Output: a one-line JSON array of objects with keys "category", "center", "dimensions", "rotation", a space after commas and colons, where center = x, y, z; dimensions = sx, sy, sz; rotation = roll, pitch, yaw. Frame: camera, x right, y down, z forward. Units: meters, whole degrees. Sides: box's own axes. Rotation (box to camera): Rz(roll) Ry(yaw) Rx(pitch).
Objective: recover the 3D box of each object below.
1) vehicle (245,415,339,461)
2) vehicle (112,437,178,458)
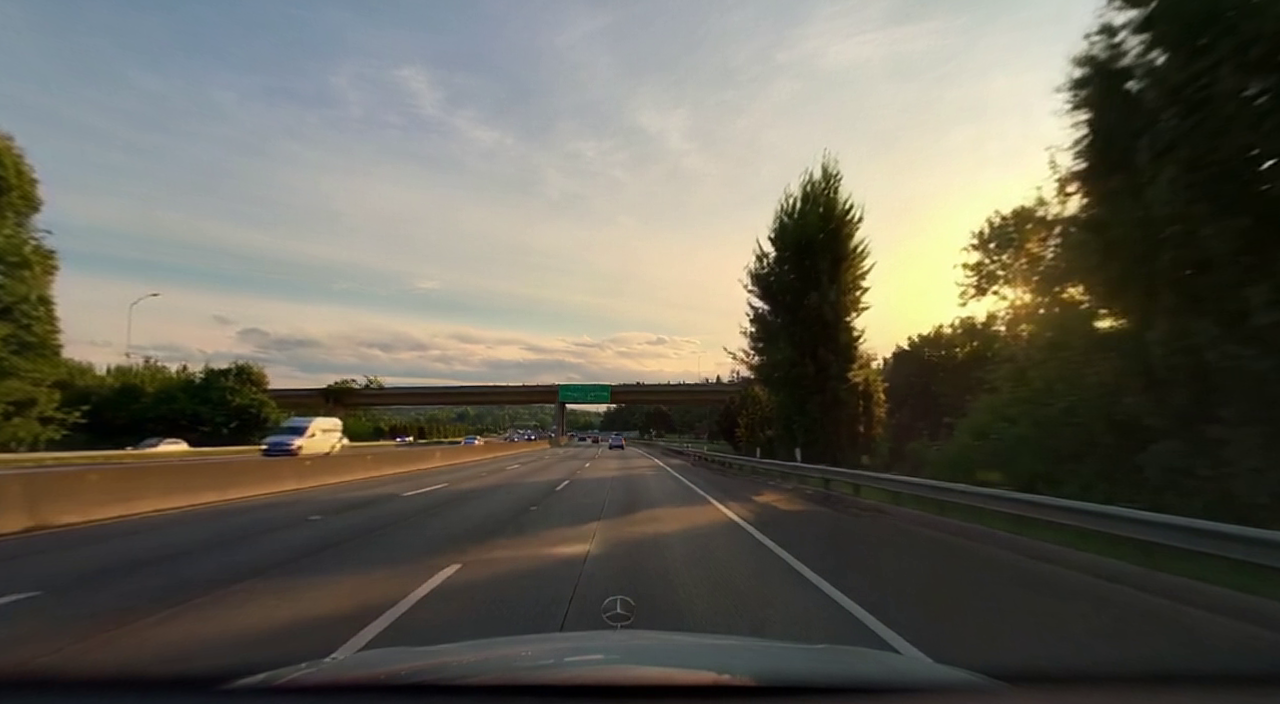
[{"category": "vehicle", "center": [-22.176, 5.556, 40.533], "dimensions": [2.212, 2.671, 6.968], "rotation": [0, -8, -2]}, {"category": "vehicle", "center": [-34.178, 6.561, 43.488], "dimensions": [1.654, 1.396, 3.641], "rotation": [0, -8, -1]}]
